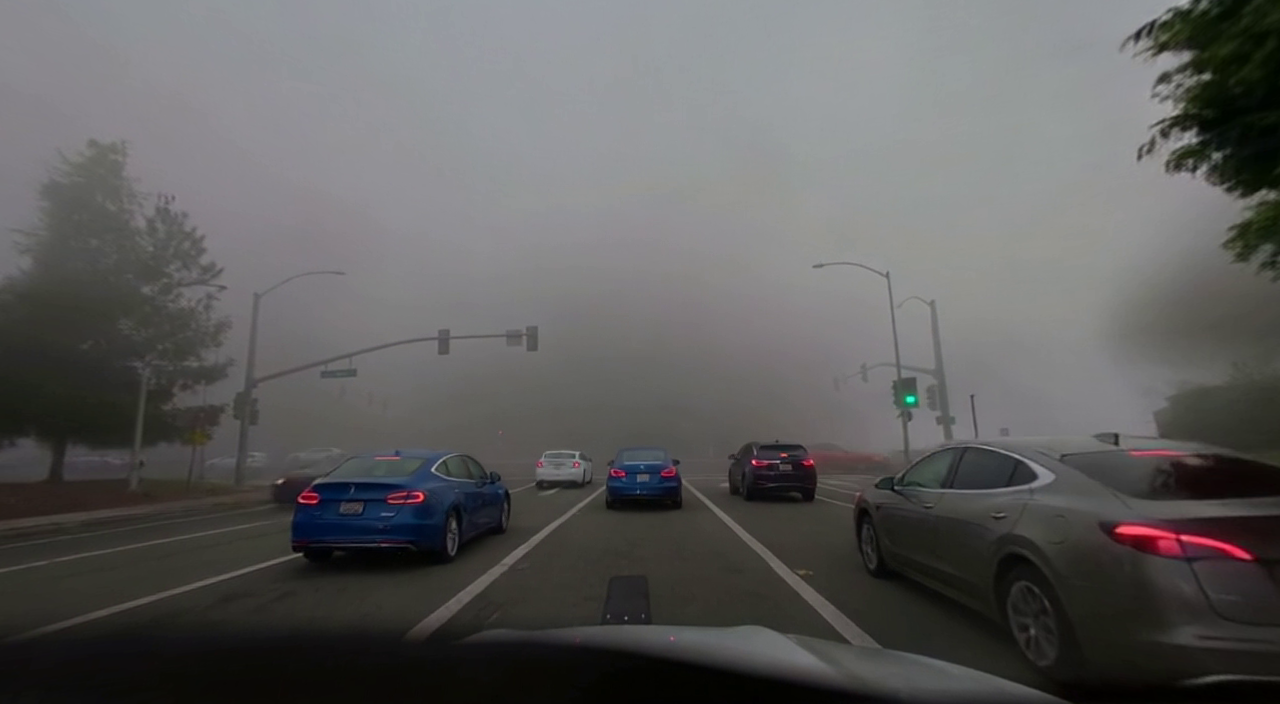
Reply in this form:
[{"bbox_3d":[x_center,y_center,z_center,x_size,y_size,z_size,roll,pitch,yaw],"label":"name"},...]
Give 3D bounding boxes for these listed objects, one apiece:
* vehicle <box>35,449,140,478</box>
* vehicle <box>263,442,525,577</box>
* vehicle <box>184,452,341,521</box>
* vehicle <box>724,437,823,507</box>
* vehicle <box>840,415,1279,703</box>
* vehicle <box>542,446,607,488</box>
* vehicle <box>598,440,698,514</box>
[{"bbox_3d":[-38.076,7.685,43.510,5.268,1.770,2.107,-2,-8,1],"label":"vehicle"},{"bbox_3d":[-3.151,2.086,9.278,2.015,1.478,4.407,0,-8,1],"label":"vehicle"},{"bbox_3d":[-10.253,3.634,17.604,2.033,1.575,4.357,0,-8,-6],"label":"vehicle"},{"bbox_3d":[3.630,3.311,17.896,1.938,1.732,4.006,0,-9,0],"label":"vehicle"},{"bbox_3d":[3.354,1.382,5.063,1.951,1.522,4.614,0,-9,0],"label":"vehicle"},{"bbox_3d":[-2.553,4.629,25.710,2.089,1.537,4.073,-1,-9,2],"label":"vehicle"},{"bbox_3d":[0.154,3.020,15.730,2.144,1.563,4.218,0,-9,-1],"label":"vehicle"}]
